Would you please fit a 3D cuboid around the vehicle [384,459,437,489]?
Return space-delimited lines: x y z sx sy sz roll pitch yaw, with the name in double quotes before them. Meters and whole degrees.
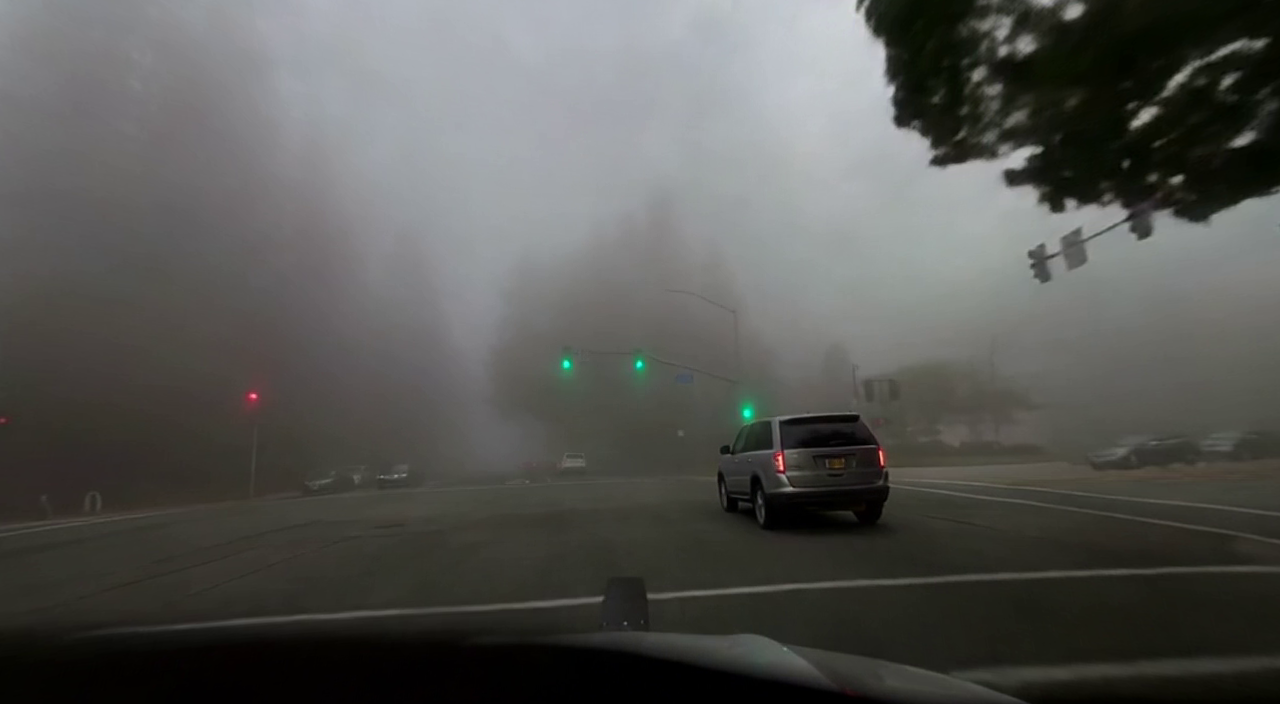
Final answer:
"vehicle" -13.584 7.220 37.597 2.035 1.475 4.639 0 -8 -8

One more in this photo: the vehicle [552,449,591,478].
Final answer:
"vehicle" -4.547 7.278 41.337 2.138 1.729 4.178 1 -8 -11

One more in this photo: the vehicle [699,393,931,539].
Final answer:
"vehicle" 2.803 2.036 11.932 2.338 2.063 5.592 0 -8 -5

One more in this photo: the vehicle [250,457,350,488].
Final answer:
"vehicle" -24.023 8.550 44.819 5.734 1.950 2.287 1 -8 -10

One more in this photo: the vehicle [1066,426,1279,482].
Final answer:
"vehicle" 15.137 2.911 18.075 4.413 1.449 1.963 0 -8 -3

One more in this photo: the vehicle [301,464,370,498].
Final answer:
"vehicle" -16.552 7.005 34.516 1.955 1.509 4.640 -3 -9 -6
